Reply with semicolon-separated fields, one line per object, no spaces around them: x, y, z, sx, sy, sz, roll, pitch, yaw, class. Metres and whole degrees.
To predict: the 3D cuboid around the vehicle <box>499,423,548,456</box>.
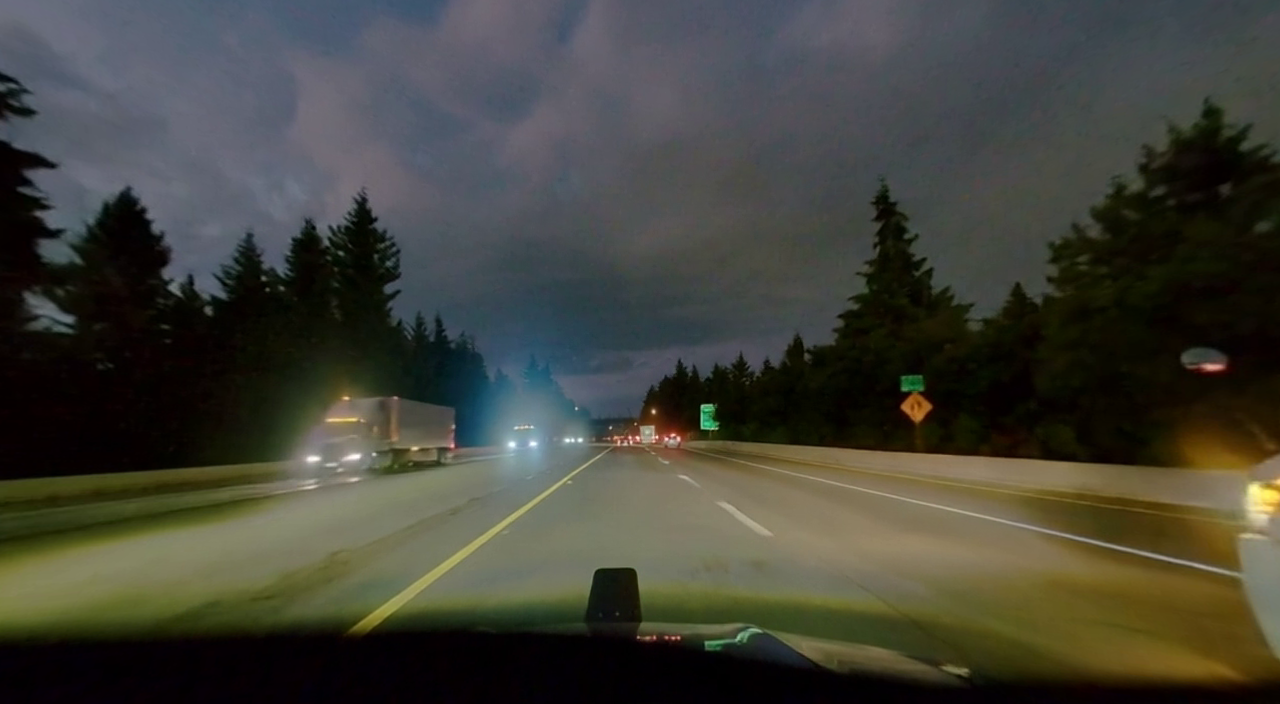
-8.843;6.706;48.291;2.548;2.313;6.373;0;-8;0;vehicle

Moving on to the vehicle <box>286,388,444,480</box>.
-12.635;3.996;30.477;2.957;3.662;10.534;0;-8;-1;vehicle
